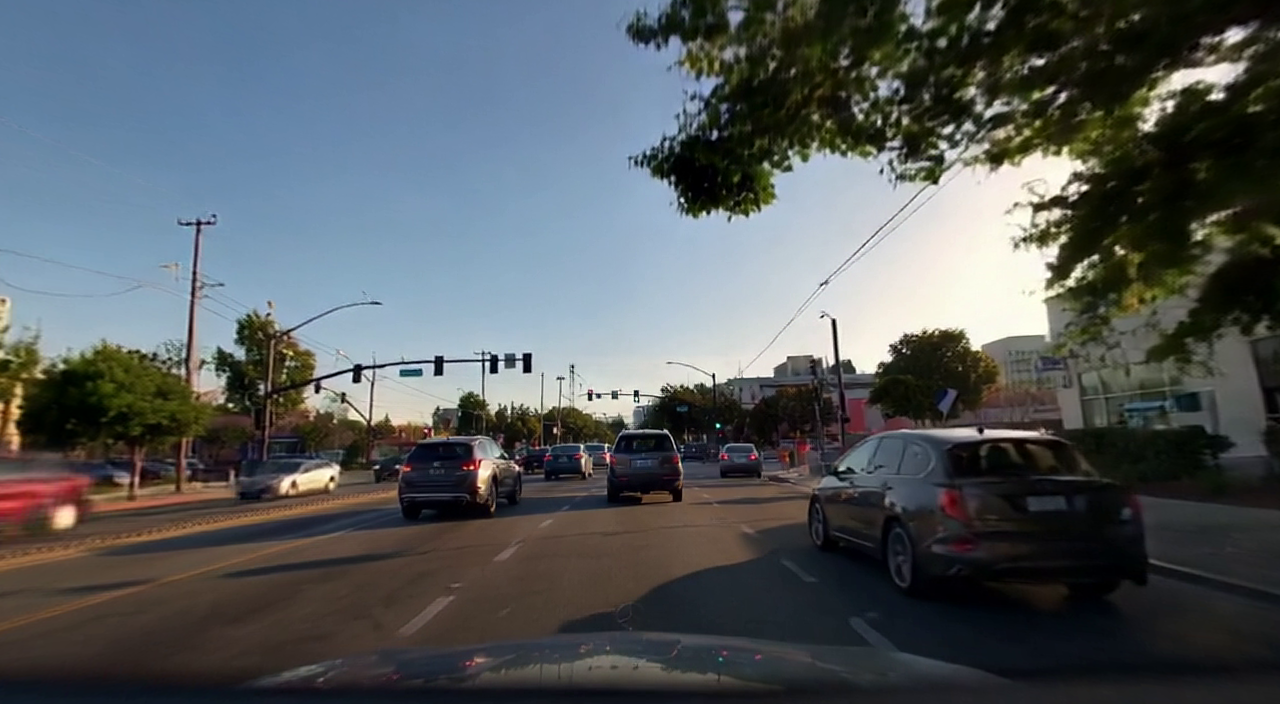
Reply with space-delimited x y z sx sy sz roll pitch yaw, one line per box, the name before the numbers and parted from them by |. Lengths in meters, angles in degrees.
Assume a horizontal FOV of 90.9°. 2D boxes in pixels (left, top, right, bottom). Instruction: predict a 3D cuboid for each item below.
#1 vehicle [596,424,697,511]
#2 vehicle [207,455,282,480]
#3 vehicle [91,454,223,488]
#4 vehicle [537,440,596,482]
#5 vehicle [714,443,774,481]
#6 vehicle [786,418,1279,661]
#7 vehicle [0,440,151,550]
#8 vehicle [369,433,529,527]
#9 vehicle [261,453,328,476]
vehicle | 0.176 2.679 15.054 2.075 1.770 4.018 0 -8 1
vehicle | -29.250 8.548 46.713 4.337 1.690 1.875 -1 -8 5
vehicle | -29.648 7.270 38.966 2.021 1.802 5.987 -5 -10 30
vehicle | -3.035 4.590 26.841 1.894 1.642 3.861 0 -8 2
vehicle | 4.259 4.561 26.490 1.986 1.457 4.566 0 -8 3
vehicle | 2.977 1.490 6.168 2.030 1.492 4.383 0 -8 0
vehicle | -10.961 2.326 10.472 1.948 1.691 4.532 0 -8 1
vehicle | -3.680 2.529 13.054 1.886 1.599 4.247 0 -8 1
vehicle | -27.169 8.836 49.631 4.221 1.703 1.930 -1 -8 6
